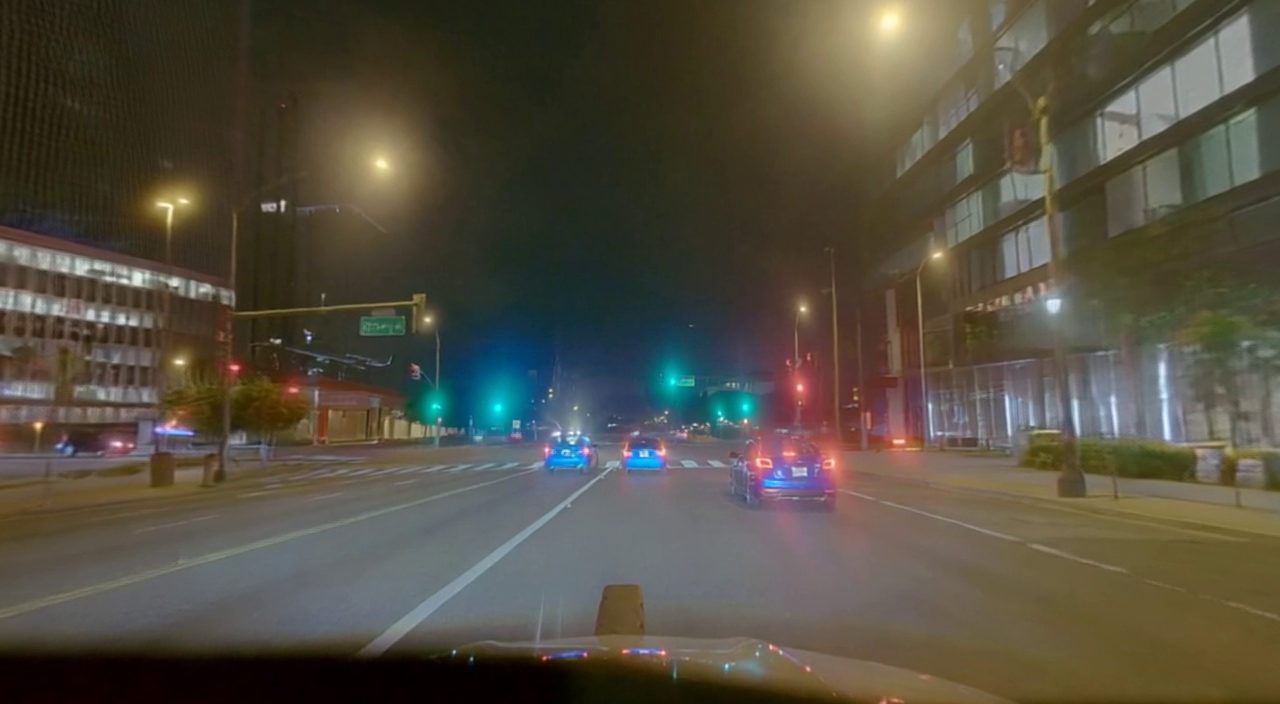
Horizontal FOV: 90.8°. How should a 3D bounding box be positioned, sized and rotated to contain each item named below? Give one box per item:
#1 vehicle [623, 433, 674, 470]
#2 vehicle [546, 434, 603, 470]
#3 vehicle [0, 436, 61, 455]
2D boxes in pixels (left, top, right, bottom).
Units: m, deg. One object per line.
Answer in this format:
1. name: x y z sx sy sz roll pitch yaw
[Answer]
1. vehicle: 0.345 4.247 27.136 2.016 1.478 3.795 0 -8 0
2. vehicle: -2.823 4.435 28.215 1.995 1.479 4.627 0 -8 1
3. vehicle: -48.350 7.281 49.106 4.531 1.470 1.769 2 -9 -13
